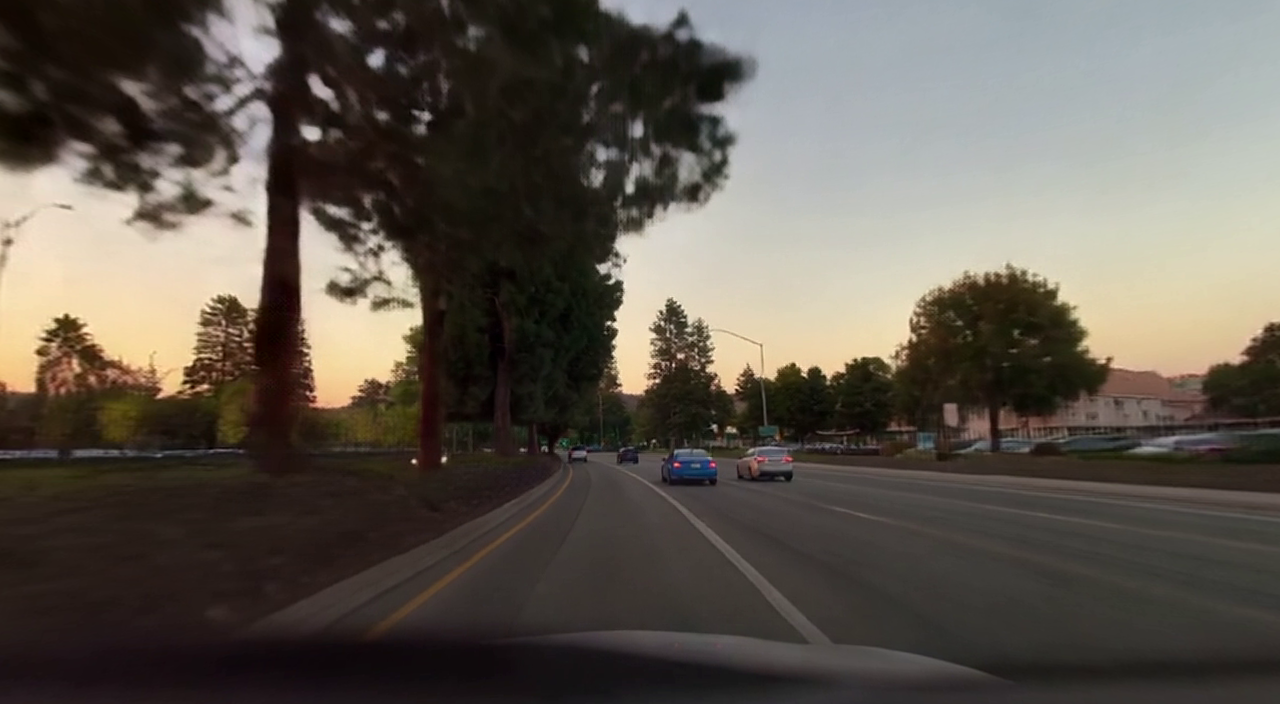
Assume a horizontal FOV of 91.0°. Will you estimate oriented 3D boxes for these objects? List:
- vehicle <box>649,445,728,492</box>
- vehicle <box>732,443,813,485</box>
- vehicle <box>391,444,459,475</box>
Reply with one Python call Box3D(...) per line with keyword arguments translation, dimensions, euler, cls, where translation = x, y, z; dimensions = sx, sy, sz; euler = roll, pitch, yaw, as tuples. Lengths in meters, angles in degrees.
Box3D(translation=(1.583, 3.988, 21.983), dimensions=(2.077, 1.464, 4.134), euler=(1, -9, -5), cls="vehicle")
Box3D(translation=(5.089, 4.359, 24.786), dimensions=(1.901, 1.474, 4.363), euler=(1, -9, -5), cls="vehicle")
Box3D(translation=(-11.041, 5.544, 32.754), dimensions=(2.149, 1.477, 4.783), euler=(1, -9, -4), cls="vehicle")
